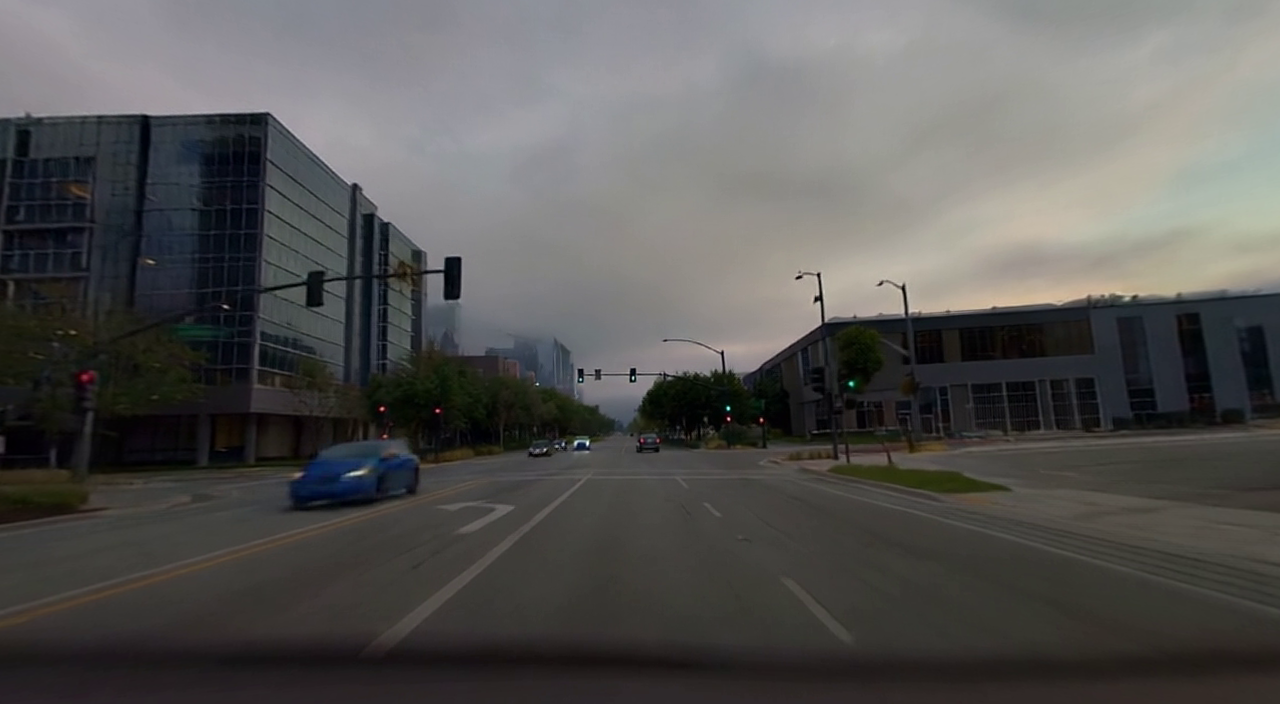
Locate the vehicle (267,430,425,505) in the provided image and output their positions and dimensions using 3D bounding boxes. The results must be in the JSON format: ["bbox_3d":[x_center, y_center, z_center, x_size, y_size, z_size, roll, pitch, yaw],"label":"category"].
[{"bbox_3d":[-7.526,2.987,16.755,2.165,1.685,4.274,0,-9,-1],"label":"vehicle"}]
